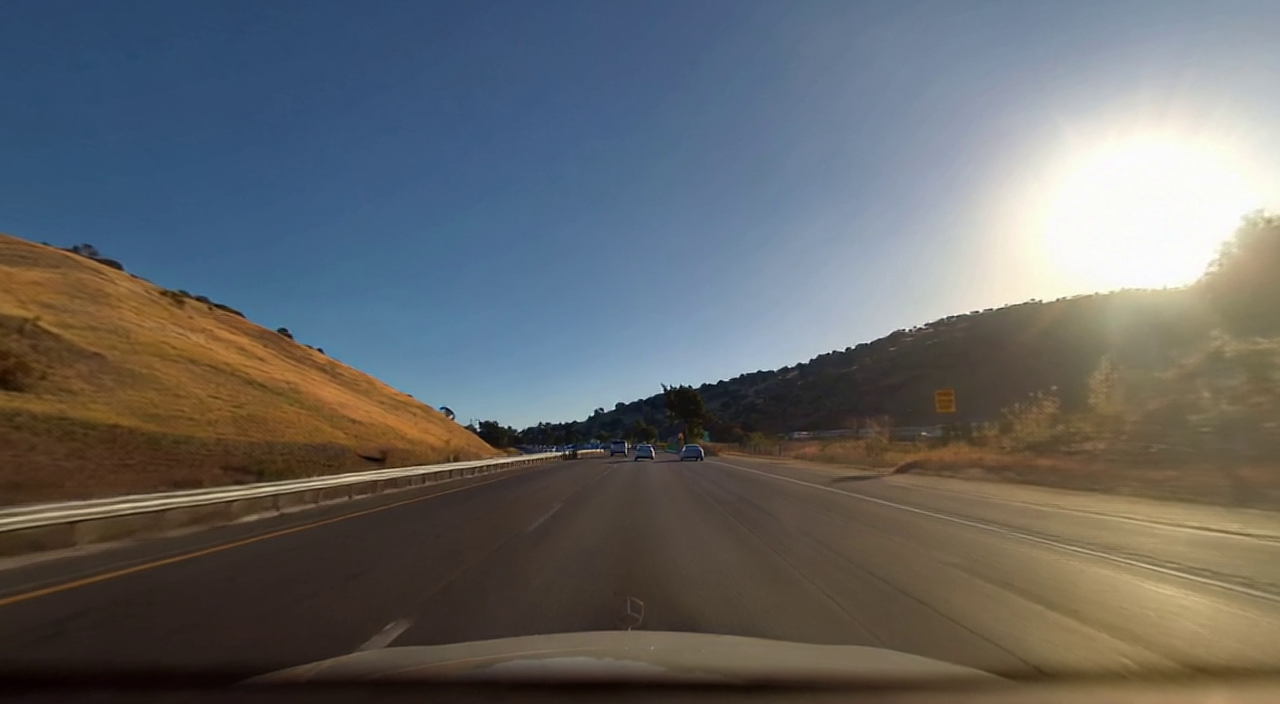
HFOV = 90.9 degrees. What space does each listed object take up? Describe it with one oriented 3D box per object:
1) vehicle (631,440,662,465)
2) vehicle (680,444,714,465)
[{"bbox_3d":[0.392,6.780,42.660,1.986,1.576,4.312,0,-8,0],"label":"vehicle"},{"bbox_3d":[3.873,7.008,43.205,1.976,1.352,3.602,0,-8,0],"label":"vehicle"}]
